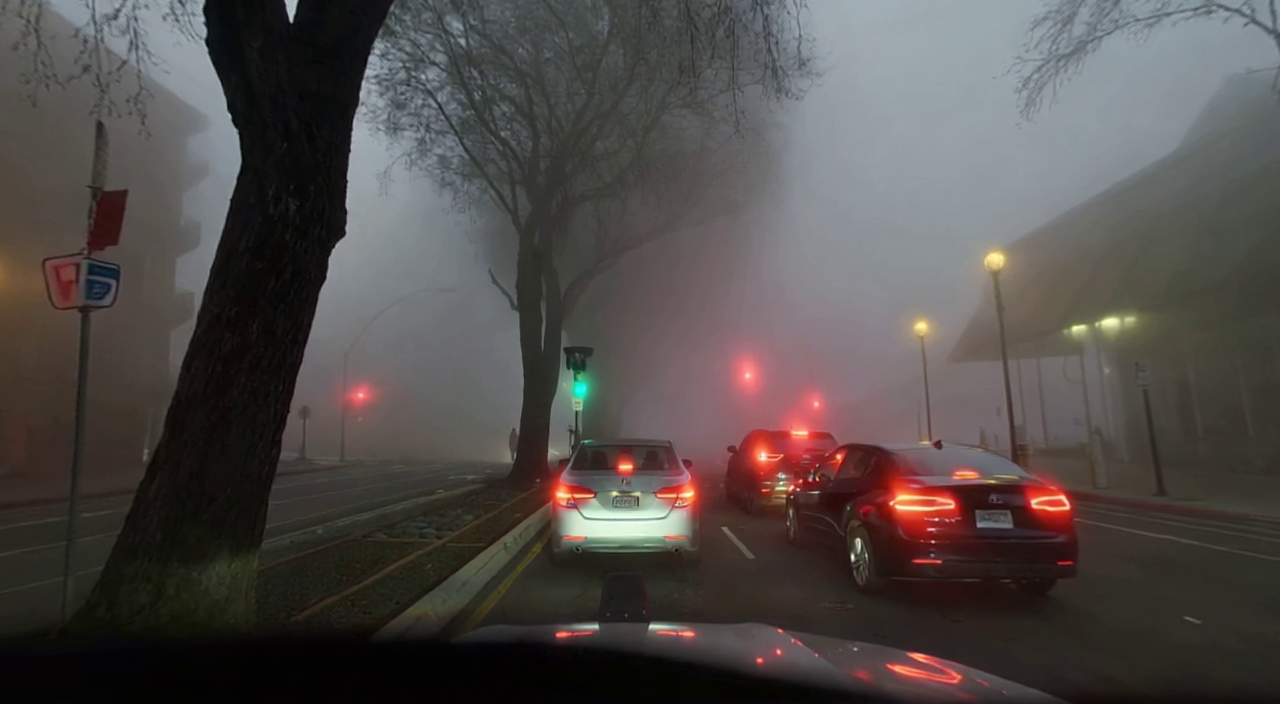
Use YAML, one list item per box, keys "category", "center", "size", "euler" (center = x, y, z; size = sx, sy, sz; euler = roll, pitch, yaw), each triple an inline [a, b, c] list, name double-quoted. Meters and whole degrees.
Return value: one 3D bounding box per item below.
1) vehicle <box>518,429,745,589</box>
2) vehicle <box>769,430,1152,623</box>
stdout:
- category: "vehicle"
  center: [-0.090, 1.756, 7.940]
  size: [2.087, 1.456, 4.143]
  euler: [0, -8, 0]
- category: "vehicle"
  center: [2.906, 1.650, 7.010]
  size: [1.893, 1.446, 4.270]
  euler: [0, -8, -2]
